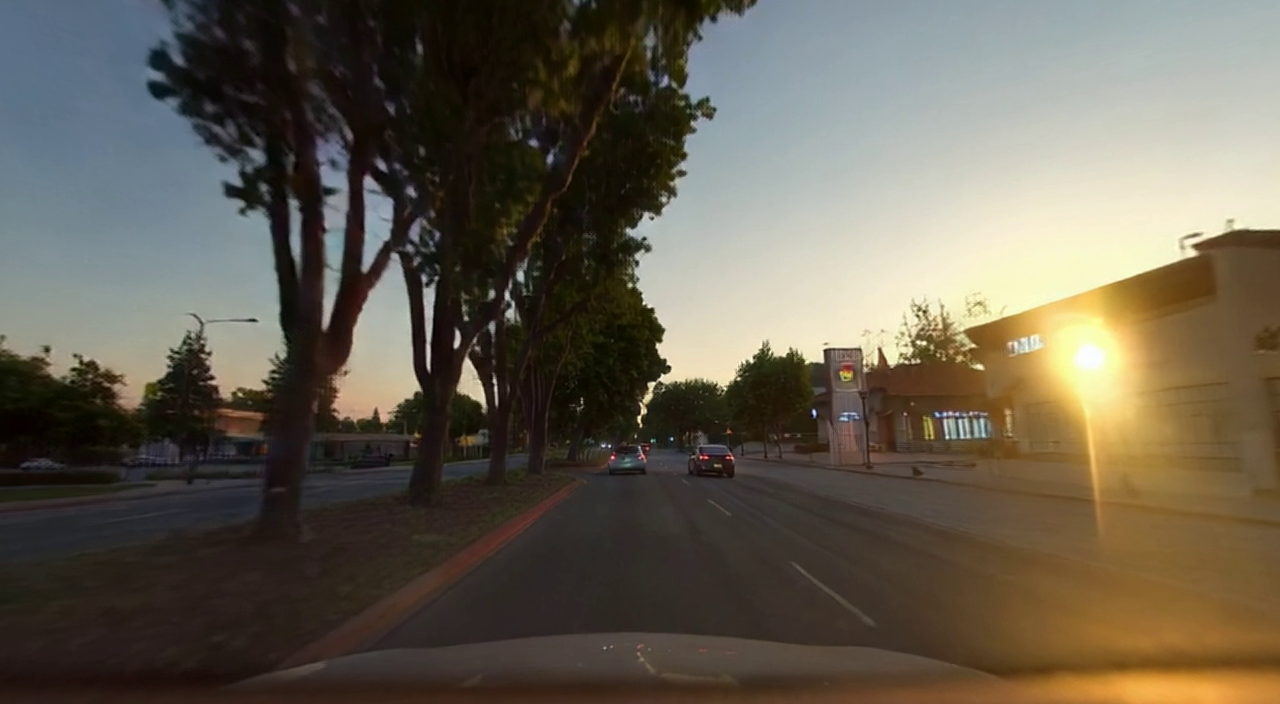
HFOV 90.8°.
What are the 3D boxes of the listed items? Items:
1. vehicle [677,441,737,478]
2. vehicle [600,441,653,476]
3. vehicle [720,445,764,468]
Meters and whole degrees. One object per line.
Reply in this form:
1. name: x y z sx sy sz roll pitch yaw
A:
1. vehicle: 2.895 4.778 28.393 2.057 1.491 4.675 0 -8 -2
2. vehicle: -0.620 4.791 28.675 2.242 1.474 4.127 0 -8 -1
3. vehicle: 6.544 6.720 40.902 2.068 1.393 3.874 0 -8 -3
